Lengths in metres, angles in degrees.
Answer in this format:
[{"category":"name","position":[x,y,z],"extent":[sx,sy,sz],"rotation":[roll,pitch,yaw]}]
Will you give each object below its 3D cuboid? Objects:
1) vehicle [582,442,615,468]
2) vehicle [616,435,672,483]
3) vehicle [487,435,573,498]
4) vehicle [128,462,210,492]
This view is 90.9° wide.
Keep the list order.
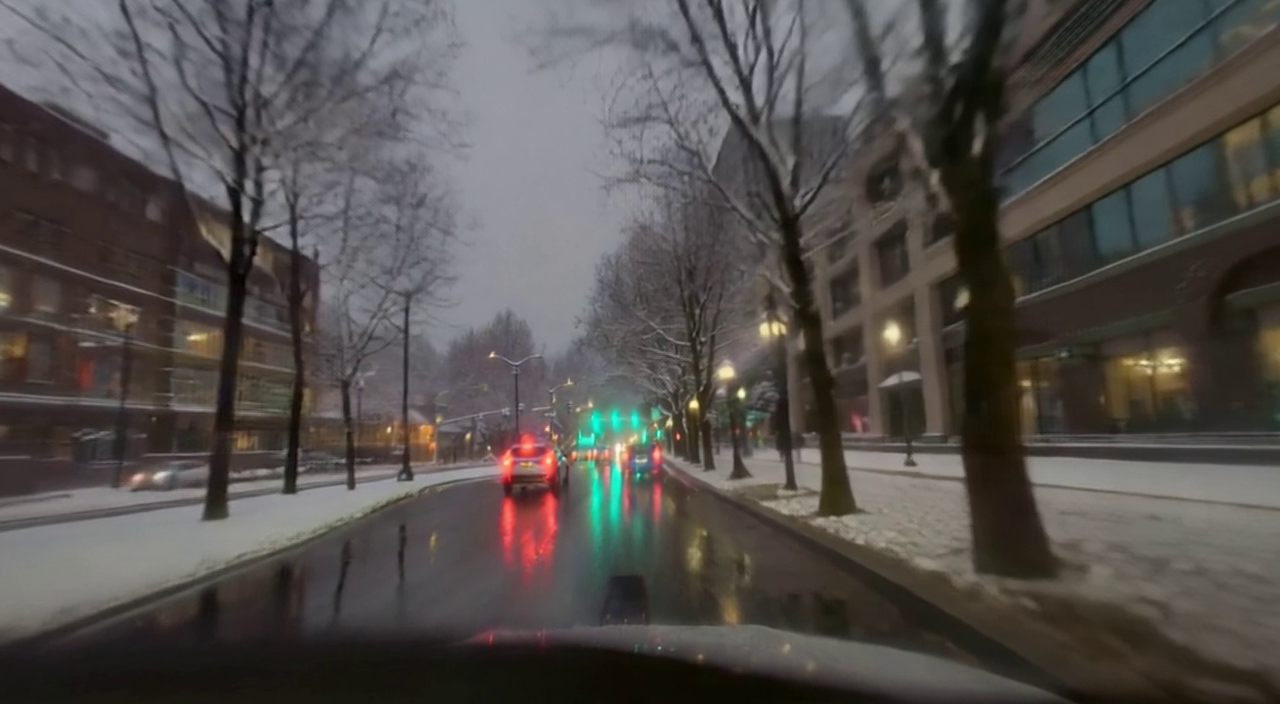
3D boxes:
[{"category":"vehicle","position":[-3.065,7.697,47.377],"extent":[2.220,1.847,4.587],"rotation":[0,-8,0]},{"category":"vehicle","position":[0.147,4.323,25.743],"extent":[2.120,1.758,3.917],"rotation":[0,-8,0]},{"category":"vehicle","position":[-3.296,3.502,19.620],"extent":[1.940,1.722,3.823],"rotation":[0,-8,1]},{"category":"vehicle","position":[-31.104,8.233,41.810],"extent":[1.929,1.671,4.597],"rotation":[0,-8,-2]}]
